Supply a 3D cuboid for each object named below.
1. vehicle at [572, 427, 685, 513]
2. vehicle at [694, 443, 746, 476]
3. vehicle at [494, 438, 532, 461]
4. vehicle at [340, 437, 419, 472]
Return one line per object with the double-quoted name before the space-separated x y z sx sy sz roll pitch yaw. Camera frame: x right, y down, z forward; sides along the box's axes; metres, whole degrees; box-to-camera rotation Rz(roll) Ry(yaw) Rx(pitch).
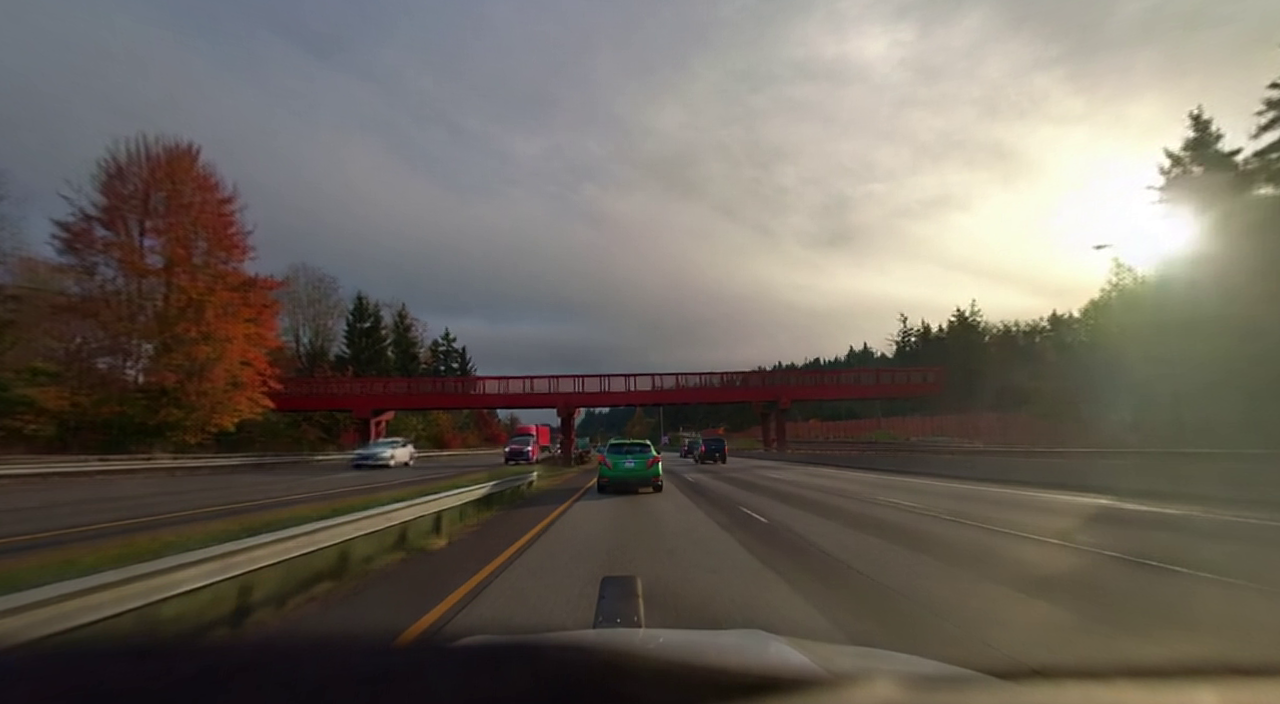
"vehicle" -0.259 2.680 14.627 2.259 1.699 4.015 0 -9 -1
"vehicle" 3.868 5.234 30.838 1.894 1.487 3.751 0 -9 -2
"vehicle" -9.862 7.646 49.036 2.111 1.674 4.548 0 -9 -1
"vehicle" -12.308 4.862 29.907 1.938 1.516 4.282 0 -9 0
